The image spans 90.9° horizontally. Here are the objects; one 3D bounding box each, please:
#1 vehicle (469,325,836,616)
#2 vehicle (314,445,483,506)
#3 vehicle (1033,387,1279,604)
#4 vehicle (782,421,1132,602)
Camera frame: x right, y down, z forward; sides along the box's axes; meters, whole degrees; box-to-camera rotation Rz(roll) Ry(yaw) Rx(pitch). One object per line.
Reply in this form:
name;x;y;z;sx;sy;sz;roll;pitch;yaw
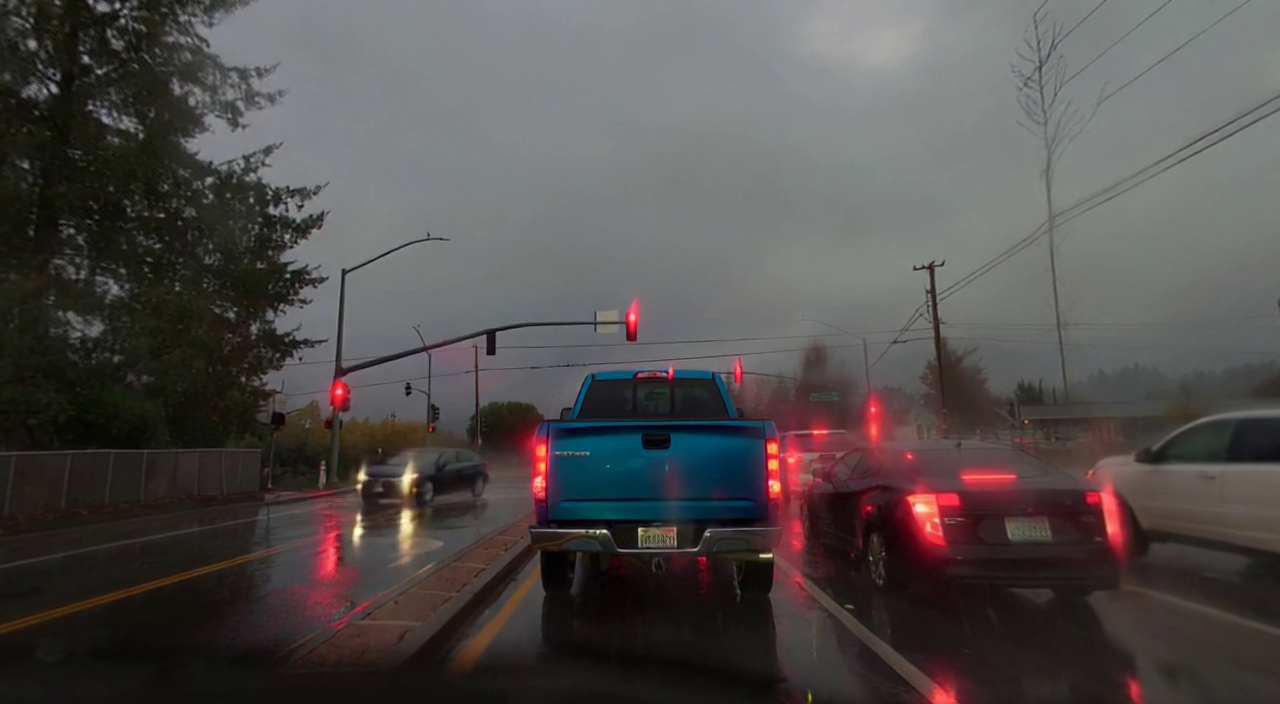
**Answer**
vehicle;0.099;1.356;8.062;2.831;2.284;6.149;0;-8;0
vehicle;-7.260;3.727;19.717;2.378;1.611;5.046;-2;-9;14
vehicle;6.153;1.297;6.013;1.982;1.727;4.352;0;-8;1
vehicle;3.118;1.637;7.362;1.993;1.495;4.060;0;-8;1
